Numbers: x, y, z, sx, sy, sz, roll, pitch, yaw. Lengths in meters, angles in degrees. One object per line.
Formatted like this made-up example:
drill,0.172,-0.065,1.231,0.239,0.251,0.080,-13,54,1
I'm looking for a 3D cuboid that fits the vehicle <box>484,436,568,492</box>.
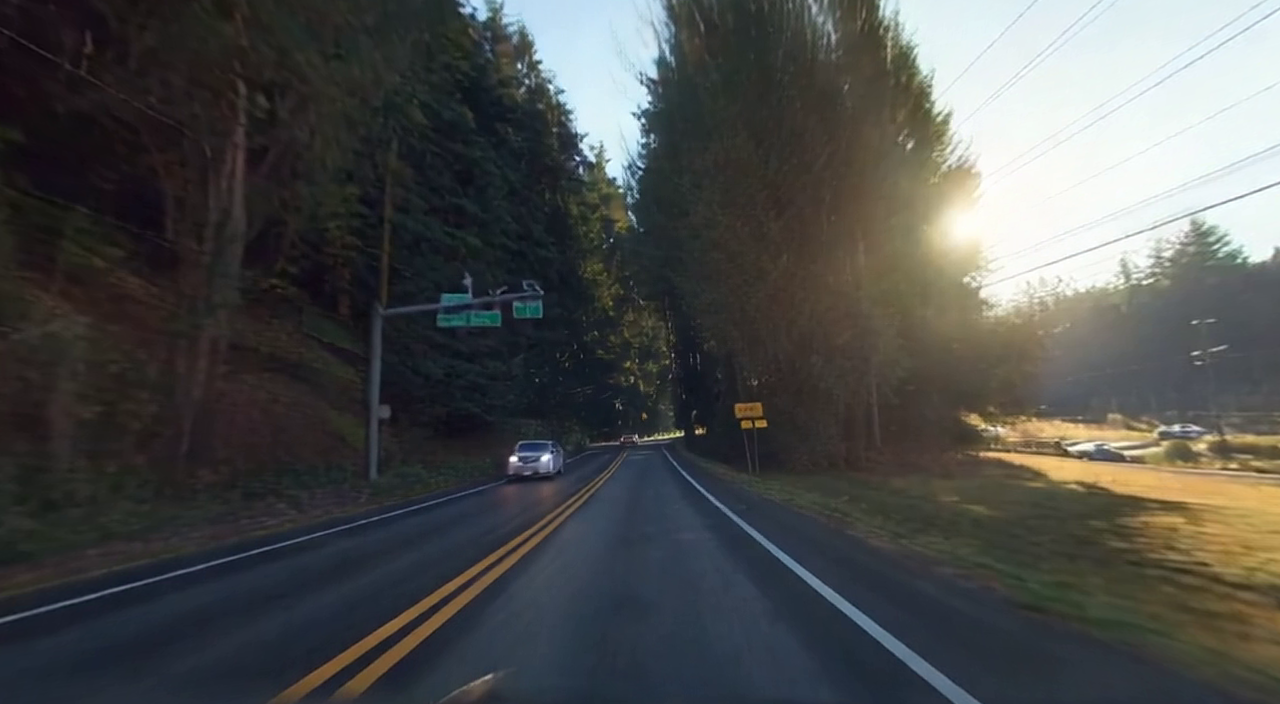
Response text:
vehicle,-3.776,3.779,21.656,2.074,1.679,4.293,0,-8,0
